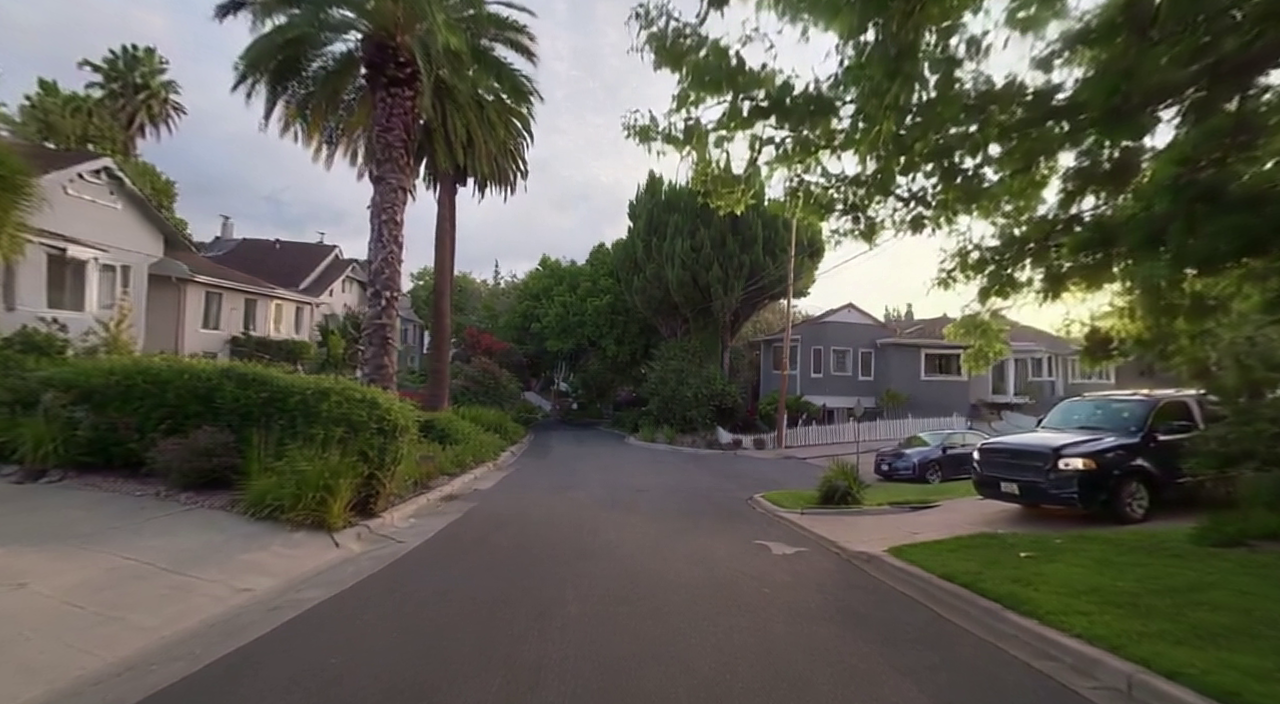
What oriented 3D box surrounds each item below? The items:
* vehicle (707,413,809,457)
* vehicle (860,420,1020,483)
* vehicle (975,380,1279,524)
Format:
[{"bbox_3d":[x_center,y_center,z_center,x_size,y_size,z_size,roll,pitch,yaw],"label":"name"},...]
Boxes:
[{"bbox_3d":[6.935,4.897,36.668,5.663,1.913,2.170,10,-14,-26],"label":"vehicle"},{"bbox_3d":[10.174,3.360,21.452,4.443,1.948,2.230,2,-10,-17],"label":"vehicle"},{"bbox_3d":[9.946,1.879,11.762,6.615,2.137,2.578,4,-9,-19],"label":"vehicle"}]
